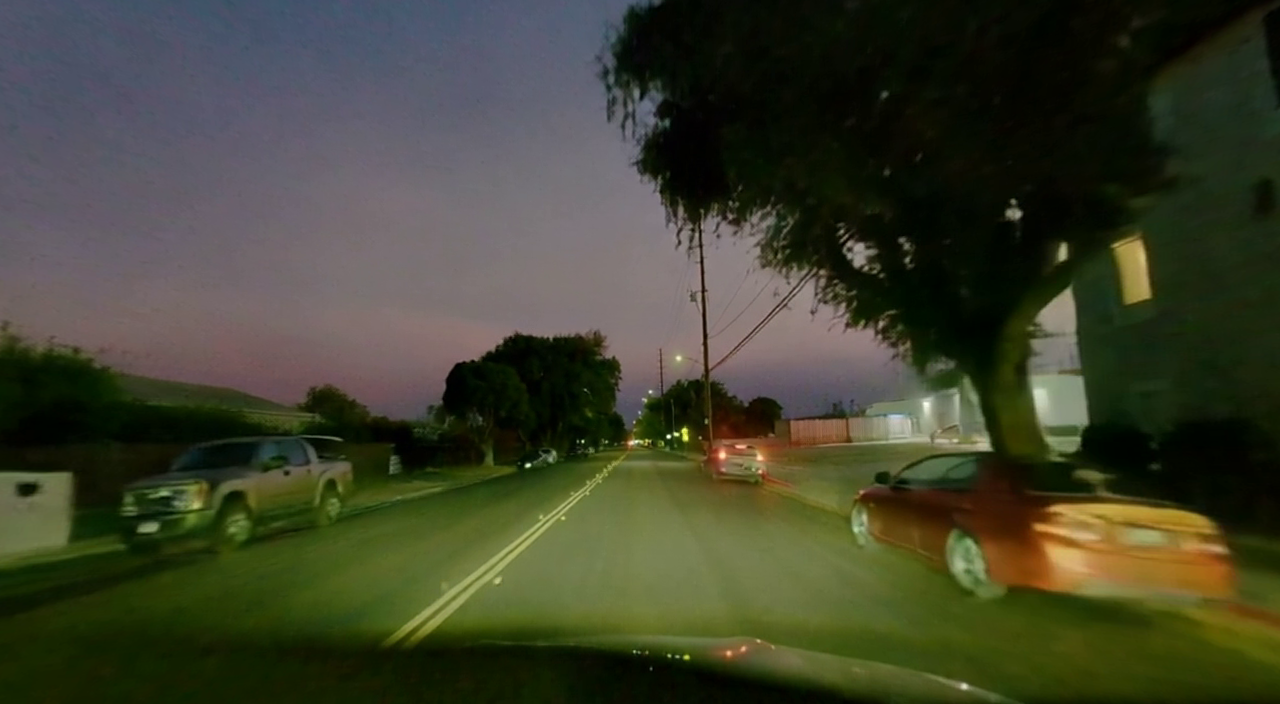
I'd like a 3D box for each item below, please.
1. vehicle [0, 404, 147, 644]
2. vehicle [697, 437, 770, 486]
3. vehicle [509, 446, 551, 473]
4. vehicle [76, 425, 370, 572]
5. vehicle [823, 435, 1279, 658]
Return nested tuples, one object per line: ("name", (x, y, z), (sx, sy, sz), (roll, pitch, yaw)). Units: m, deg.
("vehicle", (-6.274, 1.238, 3.735), (2.382, 1.869, 5.476), (-4, -9, -1))
("vehicle", (3.112, 3.740, 21.905), (1.843, 1.495, 3.930), (0, -8, -1))
("vehicle", (-6.733, 6.631, 39.115), (1.815, 1.402, 4.559), (-4, -8, -1))
("vehicle", (-6.628, 2.316, 10.890), (2.059, 1.831, 4.590), (-3, -8, -1))
("vehicle", (3.422, 1.543, 6.218), (1.802, 1.382, 4.300), (0, -8, -2))
